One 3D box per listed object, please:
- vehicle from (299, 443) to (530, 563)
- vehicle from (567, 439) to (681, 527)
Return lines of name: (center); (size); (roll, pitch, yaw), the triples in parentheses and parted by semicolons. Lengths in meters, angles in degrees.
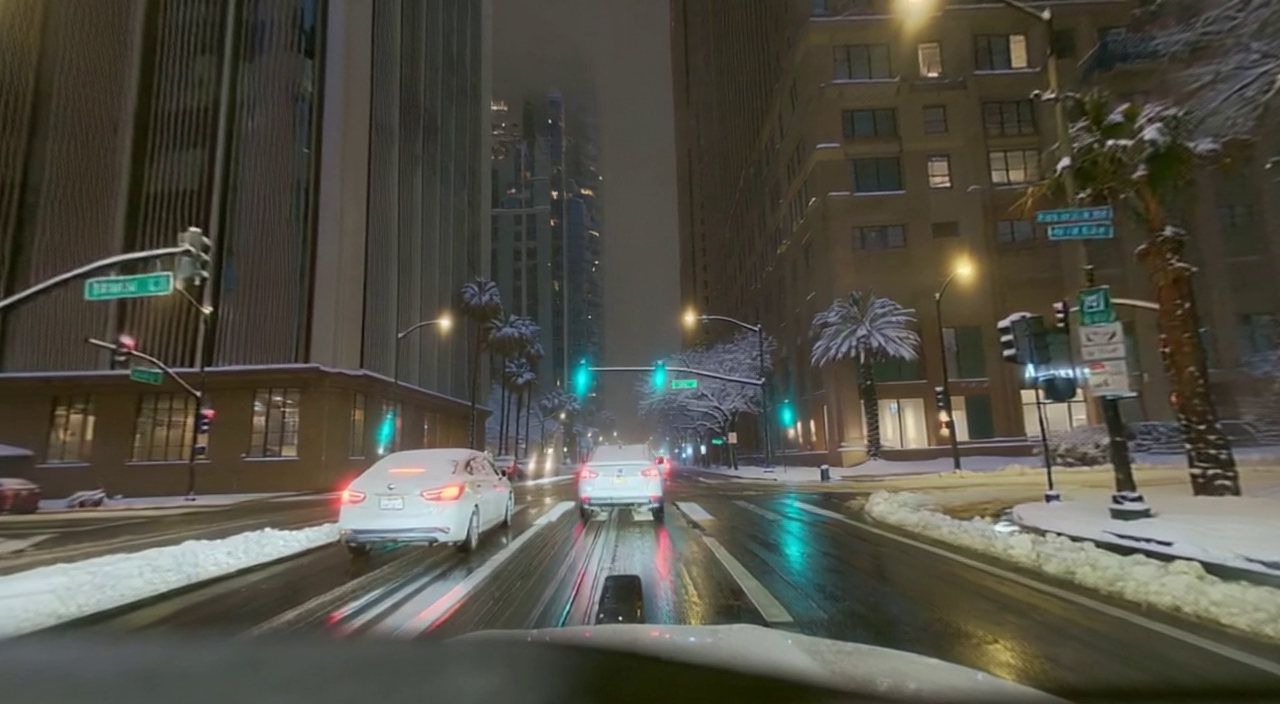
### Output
vehicle: (-3.296, 2.282, 10.422); (2.096, 1.492, 4.666); (0, -8, 0)
vehicle: (-0.341, 2.788, 14.008); (2.145, 1.632, 3.972); (0, -8, -1)
